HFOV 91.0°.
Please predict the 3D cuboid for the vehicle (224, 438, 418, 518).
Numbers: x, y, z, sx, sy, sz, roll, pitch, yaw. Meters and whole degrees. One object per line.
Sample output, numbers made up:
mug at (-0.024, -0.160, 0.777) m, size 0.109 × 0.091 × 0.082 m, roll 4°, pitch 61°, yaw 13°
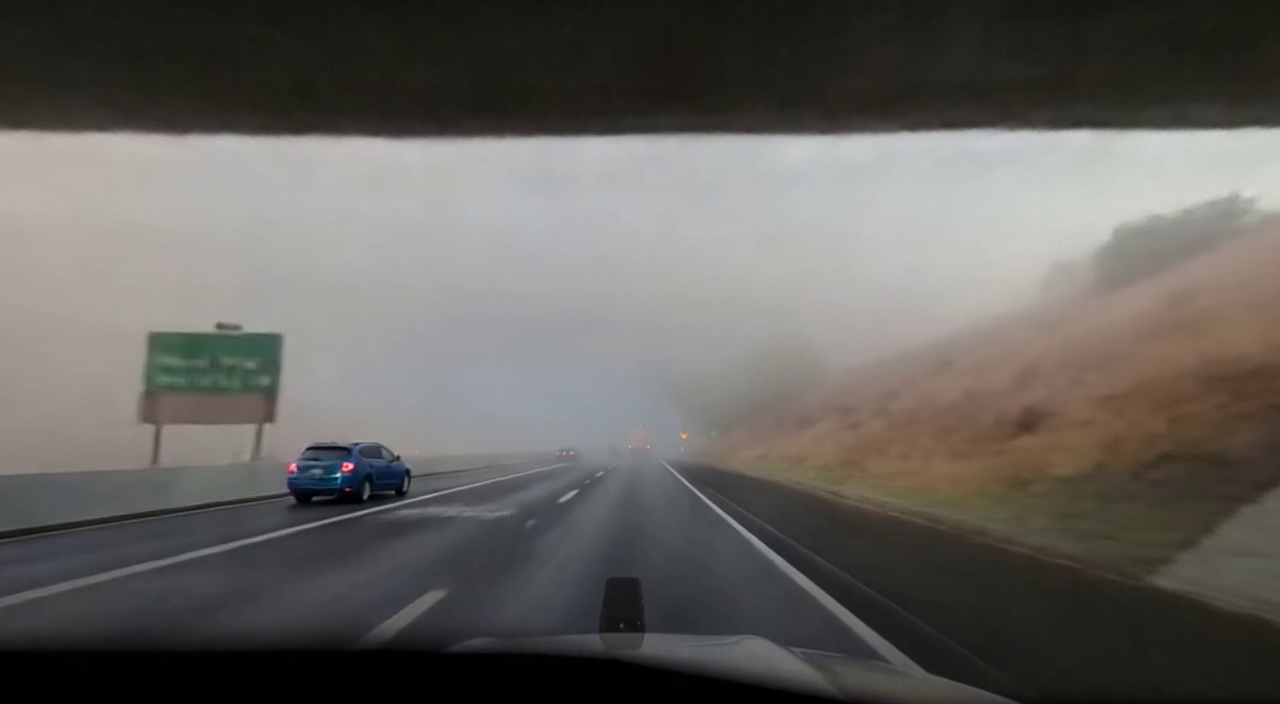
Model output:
vehicle at (-7.104, 2.826, 14.744) m, size 2.096 × 1.541 × 4.610 m, roll 0°, pitch -8°, yaw 0°
